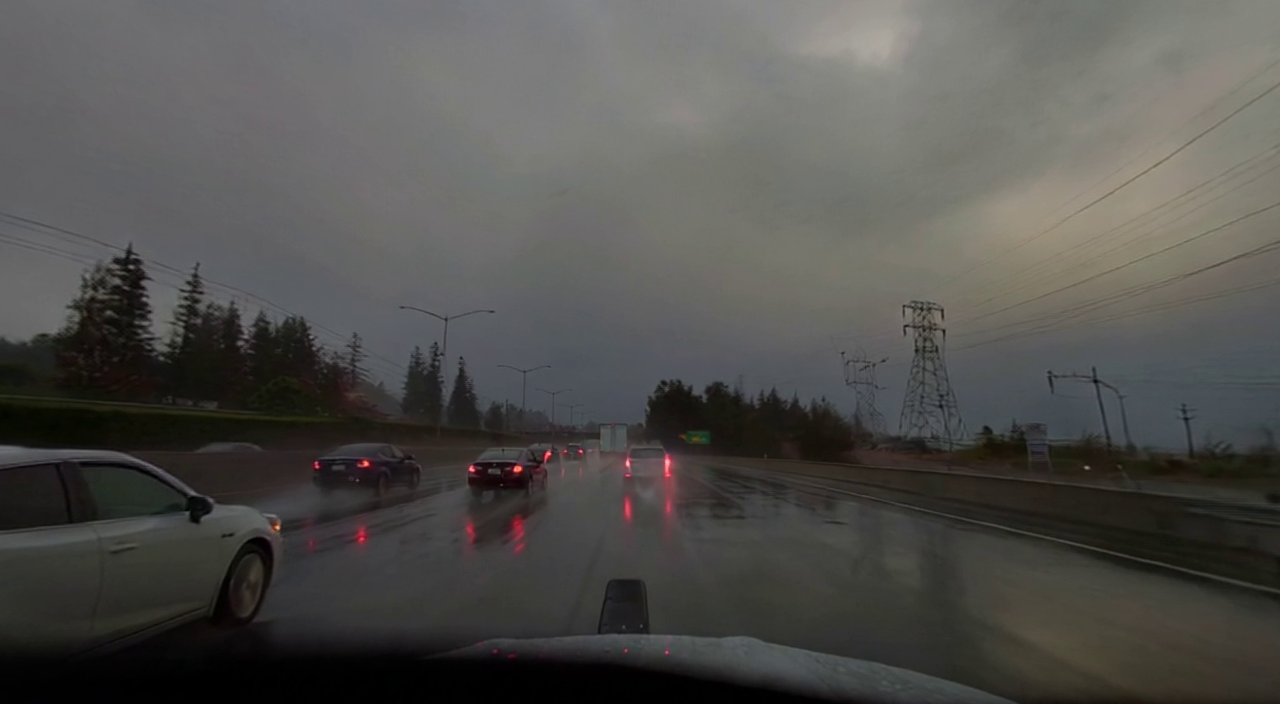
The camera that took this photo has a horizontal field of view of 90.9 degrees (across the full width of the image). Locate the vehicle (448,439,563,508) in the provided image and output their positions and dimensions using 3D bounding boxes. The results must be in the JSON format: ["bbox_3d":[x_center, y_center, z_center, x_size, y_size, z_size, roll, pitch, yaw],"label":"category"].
[{"bbox_3d":[-3.179,2.962,15.816,1.912,1.464,4.115,0,-9,1],"label":"vehicle"}]

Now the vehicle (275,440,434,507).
[{"bbox_3d":[-7.049,3.024,16.177,1.867,1.445,4.499,0,-9,2],"label":"vehicle"}]

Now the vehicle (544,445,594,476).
[{"bbox_3d":[-3.420,5.286,30.972,2.013,1.437,3.801,0,-9,0],"label":"vehicle"}]

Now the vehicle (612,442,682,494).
[{"bbox_3d":[0.193,3.688,20.429,2.018,1.470,4.491,0,-9,0],"label":"vehicle"}]

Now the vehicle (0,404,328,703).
[{"bbox_3d":[-3.635,1.049,3.132,1.883,1.500,4.373,0,-9,1],"label":"vehicle"}]

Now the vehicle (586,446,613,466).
[{"bbox_3d":[-3.078,8.013,48.860,1.840,1.439,3.687,0,-9,0],"label":"vehicle"}]
